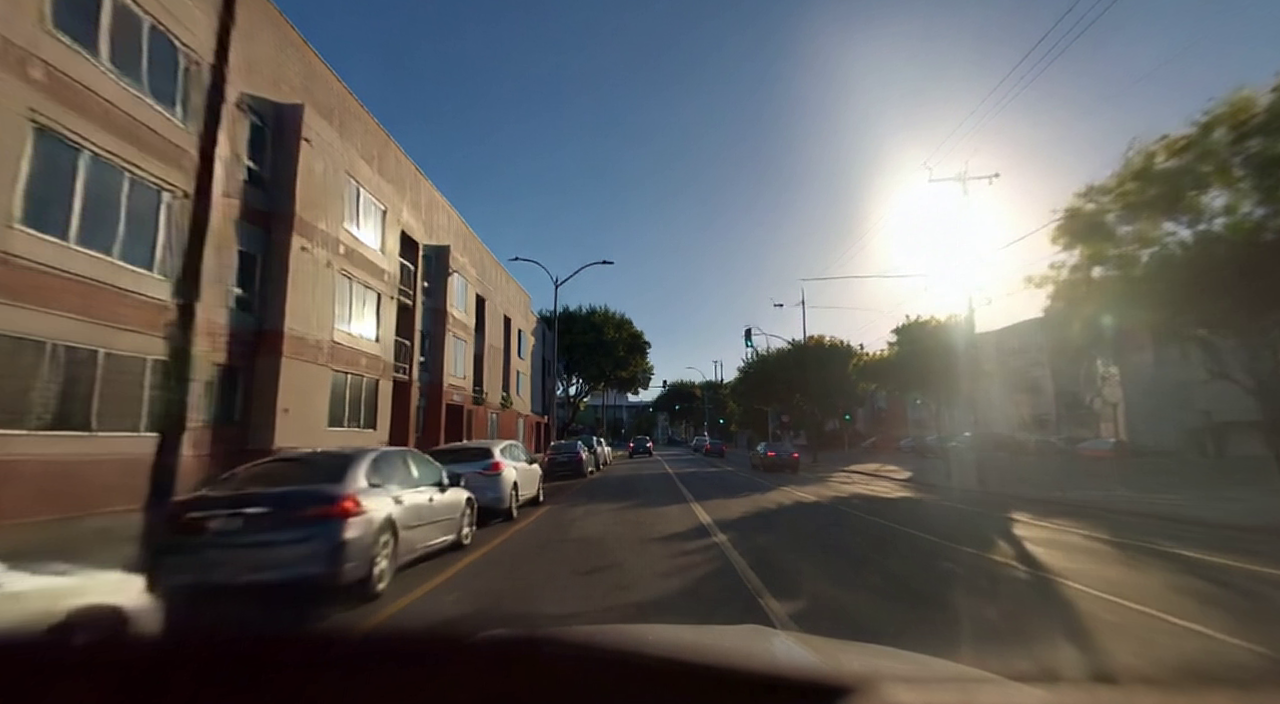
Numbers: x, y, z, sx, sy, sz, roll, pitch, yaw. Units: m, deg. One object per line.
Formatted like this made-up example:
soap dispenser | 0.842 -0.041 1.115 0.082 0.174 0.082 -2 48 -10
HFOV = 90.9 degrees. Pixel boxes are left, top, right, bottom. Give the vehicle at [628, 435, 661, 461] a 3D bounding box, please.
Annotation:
vehicle | 0.298 6.494 42.845 2.122 1.689 3.885 0 -8 1

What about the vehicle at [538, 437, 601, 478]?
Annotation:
vehicle | -2.705 4.151 25.149 1.843 1.482 4.310 -1 -8 3

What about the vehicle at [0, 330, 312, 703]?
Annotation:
vehicle | -3.204 0.723 1.707 2.199 1.676 4.486 0 -8 0

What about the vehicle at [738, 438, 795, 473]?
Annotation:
vehicle | 5.637 4.647 28.429 1.799 1.463 3.464 0 -8 -1
